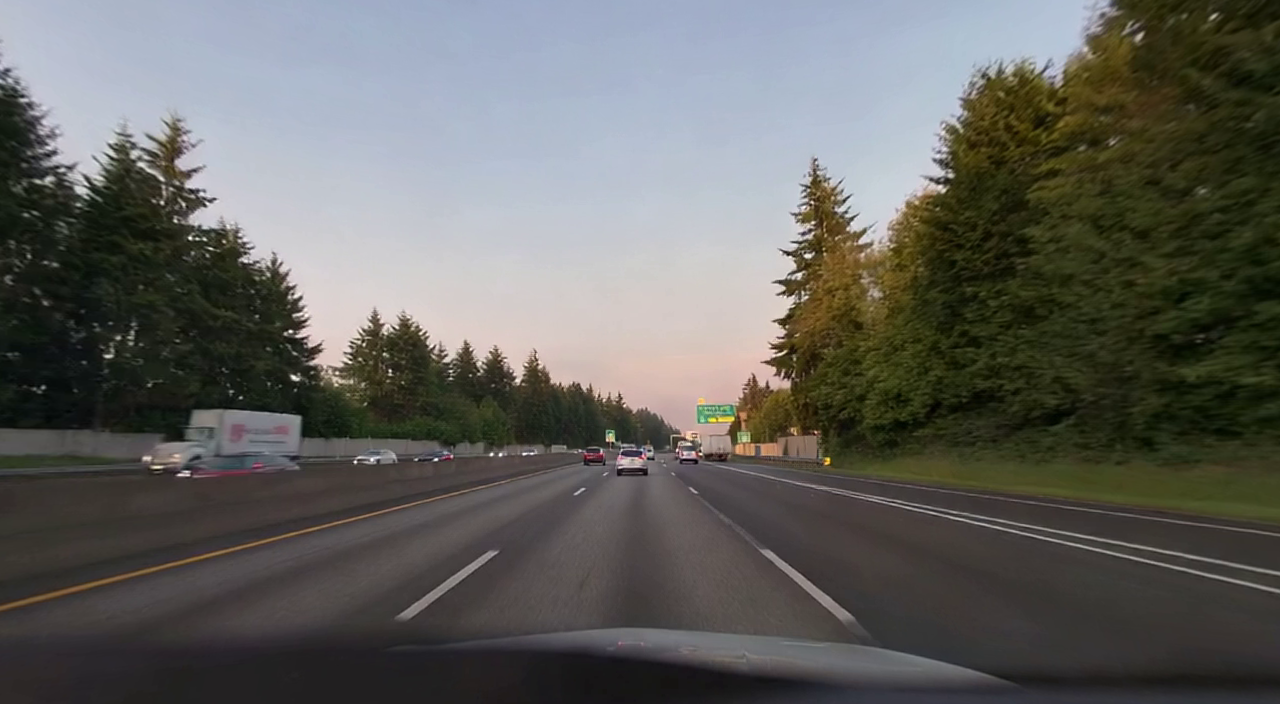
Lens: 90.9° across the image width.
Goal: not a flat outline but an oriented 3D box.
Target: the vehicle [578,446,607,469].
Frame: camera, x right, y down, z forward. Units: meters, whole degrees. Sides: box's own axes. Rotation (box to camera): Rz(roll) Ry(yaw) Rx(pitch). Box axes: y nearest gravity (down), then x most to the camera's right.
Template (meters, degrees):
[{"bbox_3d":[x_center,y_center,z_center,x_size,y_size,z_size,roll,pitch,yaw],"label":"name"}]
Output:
[{"bbox_3d":[-3.431,7.702,46.036,1.874,1.555,3.487,0,-9,0],"label":"vehicle"}]

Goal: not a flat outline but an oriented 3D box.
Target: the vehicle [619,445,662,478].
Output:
[{"bbox_3d":[0.027,5.510,31.813,2.035,1.513,4.272,0,-9,0],"label":"vehicle"}]

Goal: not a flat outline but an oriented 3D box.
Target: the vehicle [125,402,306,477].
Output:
[{"bbox_3d":[-24.694,5.325,37.729,3.117,3.806,10.287,-1,-9,3],"label":"vehicle"}]
